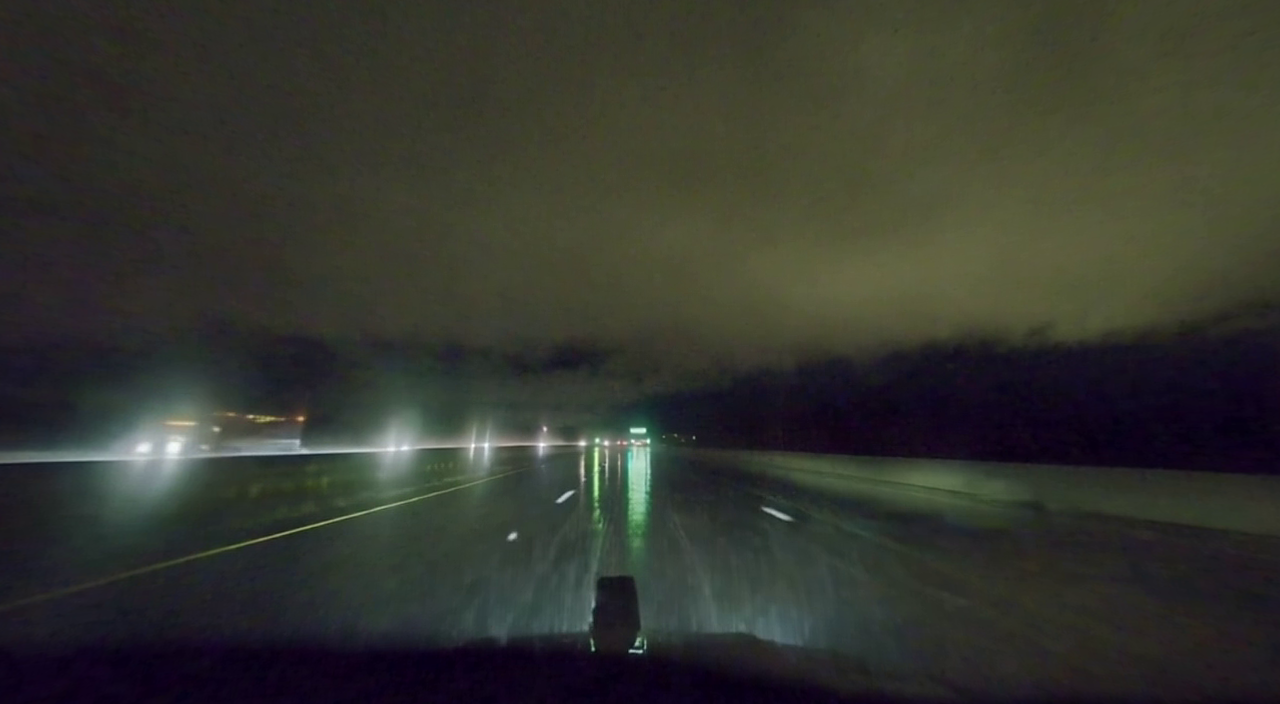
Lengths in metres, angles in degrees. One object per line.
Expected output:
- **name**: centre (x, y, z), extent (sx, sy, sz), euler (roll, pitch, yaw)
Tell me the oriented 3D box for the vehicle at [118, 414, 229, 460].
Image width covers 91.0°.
- **vehicle**: centre (-33.455, 6.156, 45.552), extent (2.567, 3.002, 6.986), euler (-1, -8, 1)
